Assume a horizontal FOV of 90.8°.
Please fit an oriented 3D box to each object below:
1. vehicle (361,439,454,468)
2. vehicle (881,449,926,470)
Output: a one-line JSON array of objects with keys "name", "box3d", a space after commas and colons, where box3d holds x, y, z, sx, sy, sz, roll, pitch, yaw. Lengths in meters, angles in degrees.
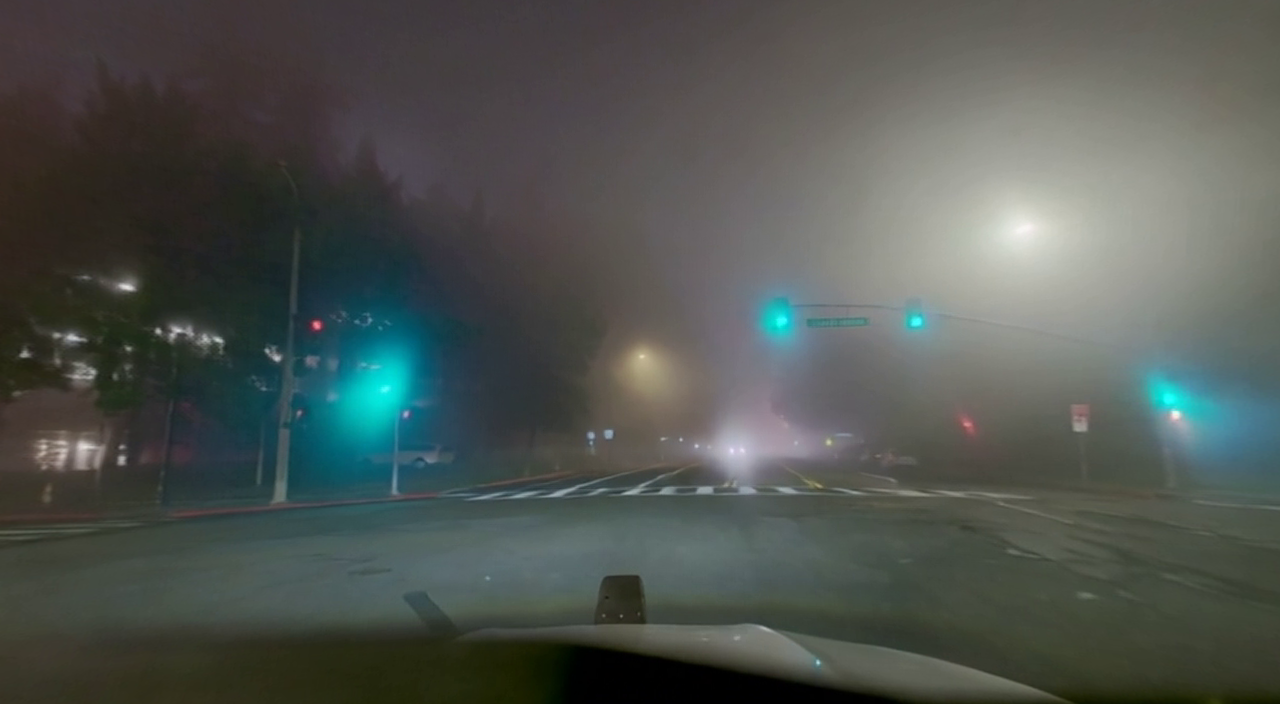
[{"name": "vehicle", "box3d": [-13.653, 5.984, 37.244, 4.765, 1.593, 1.891, -1, -9, 5]}, {"name": "vehicle", "box3d": [19.659, 8.003, 47.262, 1.893, 1.454, 4.483, -2, -9, 7]}]
